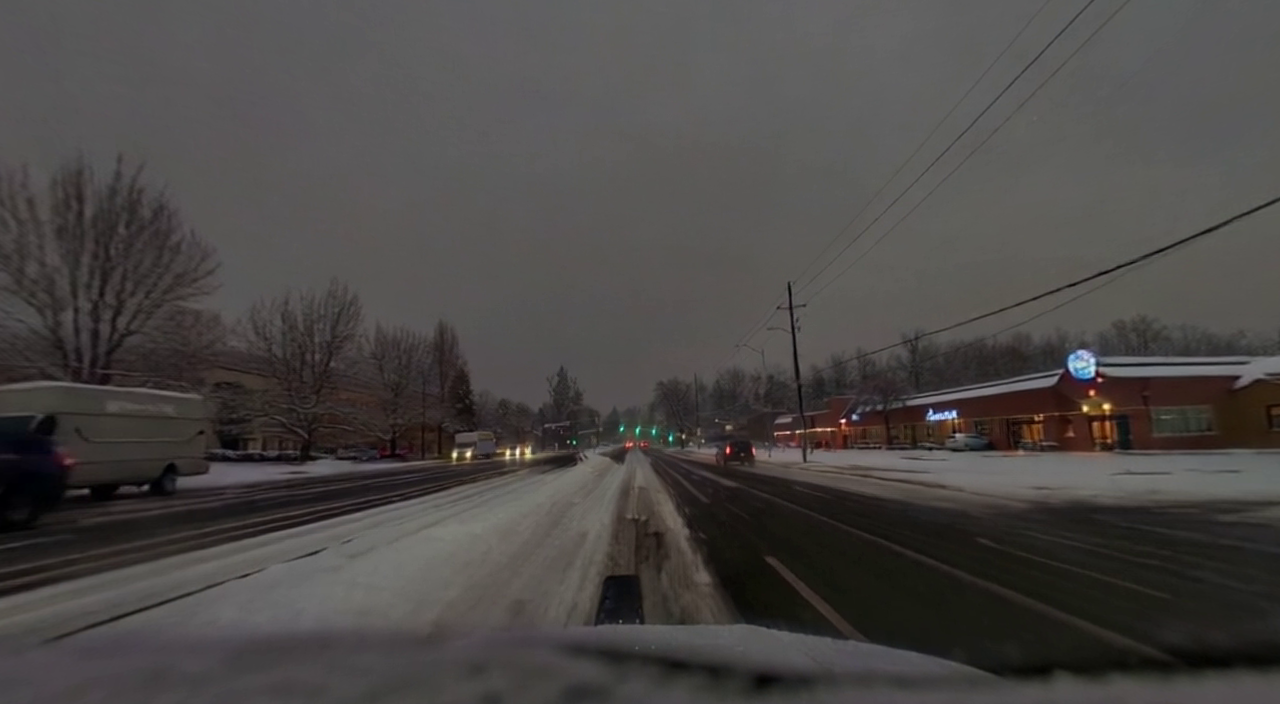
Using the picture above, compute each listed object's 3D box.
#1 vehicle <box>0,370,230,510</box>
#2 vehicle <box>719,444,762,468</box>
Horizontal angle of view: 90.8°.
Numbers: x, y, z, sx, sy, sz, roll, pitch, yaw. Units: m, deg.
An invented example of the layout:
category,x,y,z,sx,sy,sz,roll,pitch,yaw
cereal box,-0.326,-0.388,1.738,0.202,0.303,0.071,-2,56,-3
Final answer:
category,x,y,z,sx,sy,sz,roll,pitch,yaw
vehicle,-18.736,3.072,21.931,2.982,3.900,8.593,0,-9,1
vehicle,6.445,6.677,40.863,1.916,1.437,4.327,0,-9,-2
